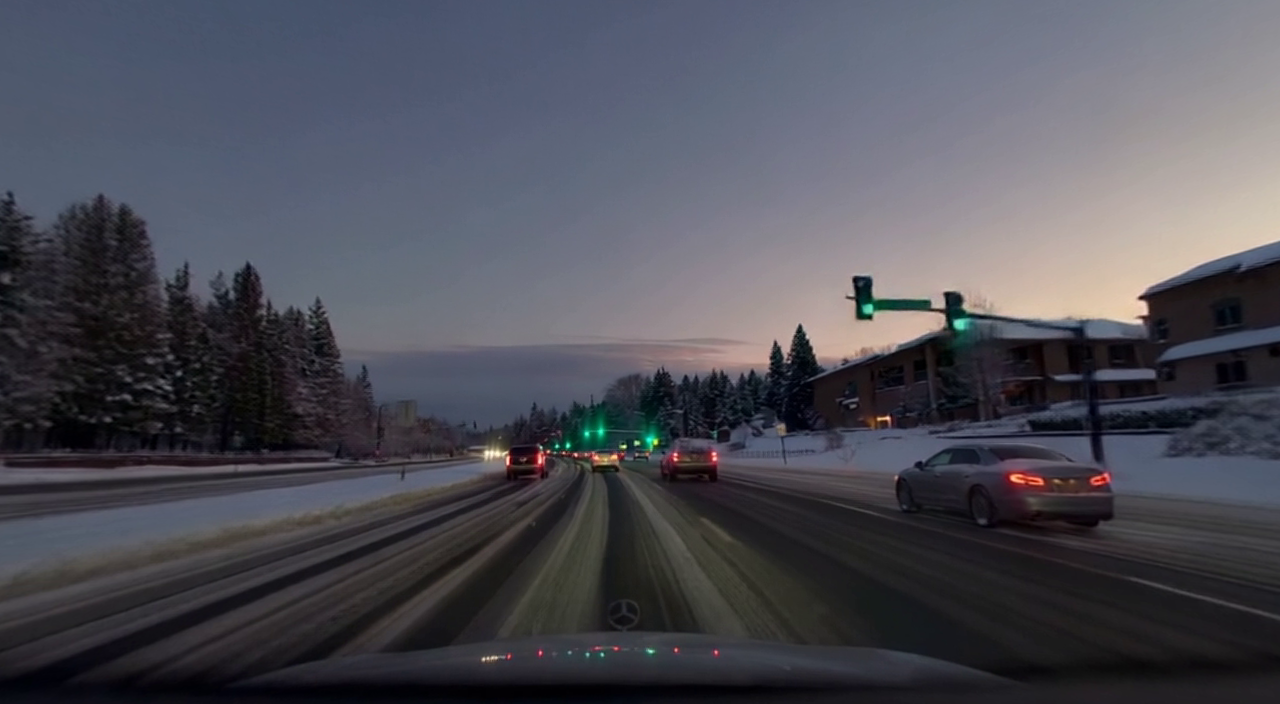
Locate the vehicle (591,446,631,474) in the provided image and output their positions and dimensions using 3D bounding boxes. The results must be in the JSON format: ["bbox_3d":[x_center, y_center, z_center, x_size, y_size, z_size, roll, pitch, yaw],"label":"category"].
[{"bbox_3d":[-1.776,6.366,37.517,2.155,1.486,4.403,1,-8,-5],"label":"vehicle"}]

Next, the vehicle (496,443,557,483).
[{"bbox_3d":[-5.025,4.964,28.567,2.172,1.671,4.175,0,-8,-3],"label":"vehicle"}]

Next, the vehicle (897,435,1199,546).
[{"bbox_3d":[6.172,2.114,10.364,1.945,1.408,4.288,0,-8,-3],"label":"vehicle"}]

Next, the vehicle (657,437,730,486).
[{"bbox_3d":[1.976,4.235,24.724,2.161,1.716,4.194,1,-8,-4],"label":"vehicle"}]
